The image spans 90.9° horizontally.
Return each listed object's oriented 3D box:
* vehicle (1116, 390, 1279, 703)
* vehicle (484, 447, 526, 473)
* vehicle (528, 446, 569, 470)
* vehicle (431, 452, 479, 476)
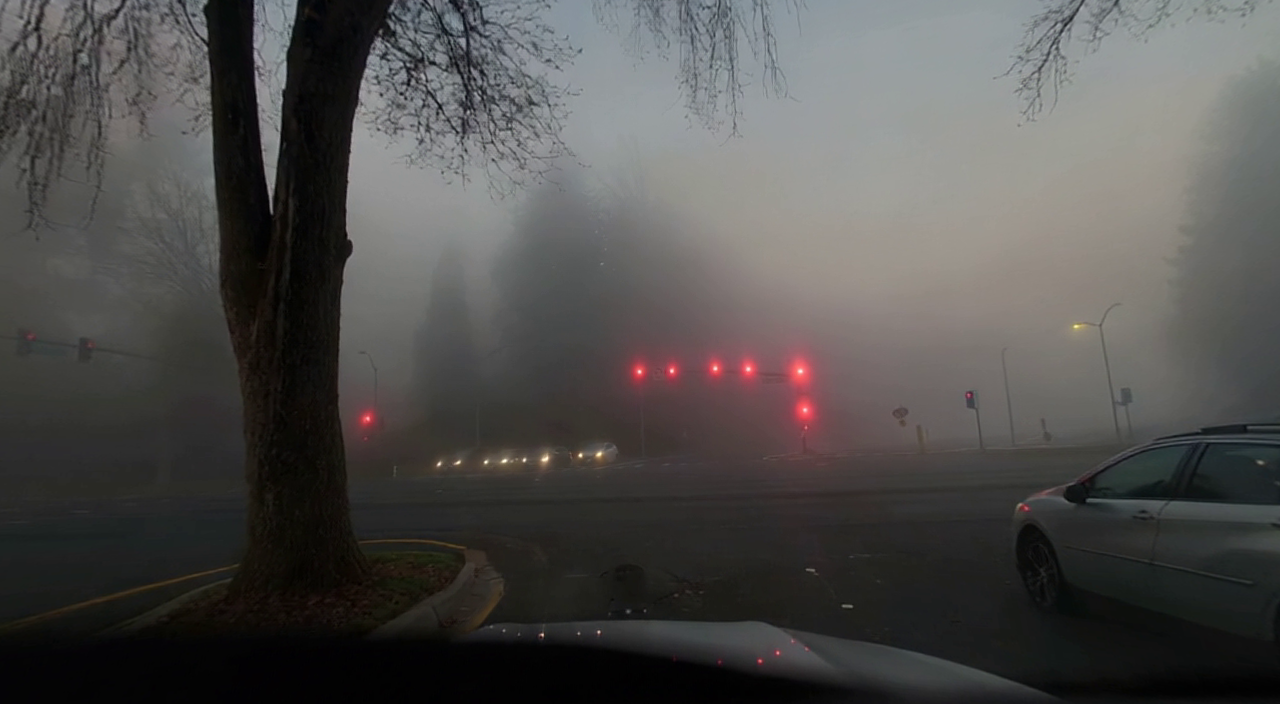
[{"bbox_3d":[3.058,0.617,0.432,1.978,1.468,4.544,0,-9,1],"label":"vehicle"},{"bbox_3d":[-9.791,7.840,45.944,2.064,1.725,4.243,0,-9,1],"label":"vehicle"},{"bbox_3d":[-6.556,7.612,45.508,2.126,1.657,4.307,-1,-9,2],"label":"vehicle"},{"bbox_3d":[-13.409,8.119,45.994,2.101,1.637,4.304,0,-9,1],"label":"vehicle"}]
